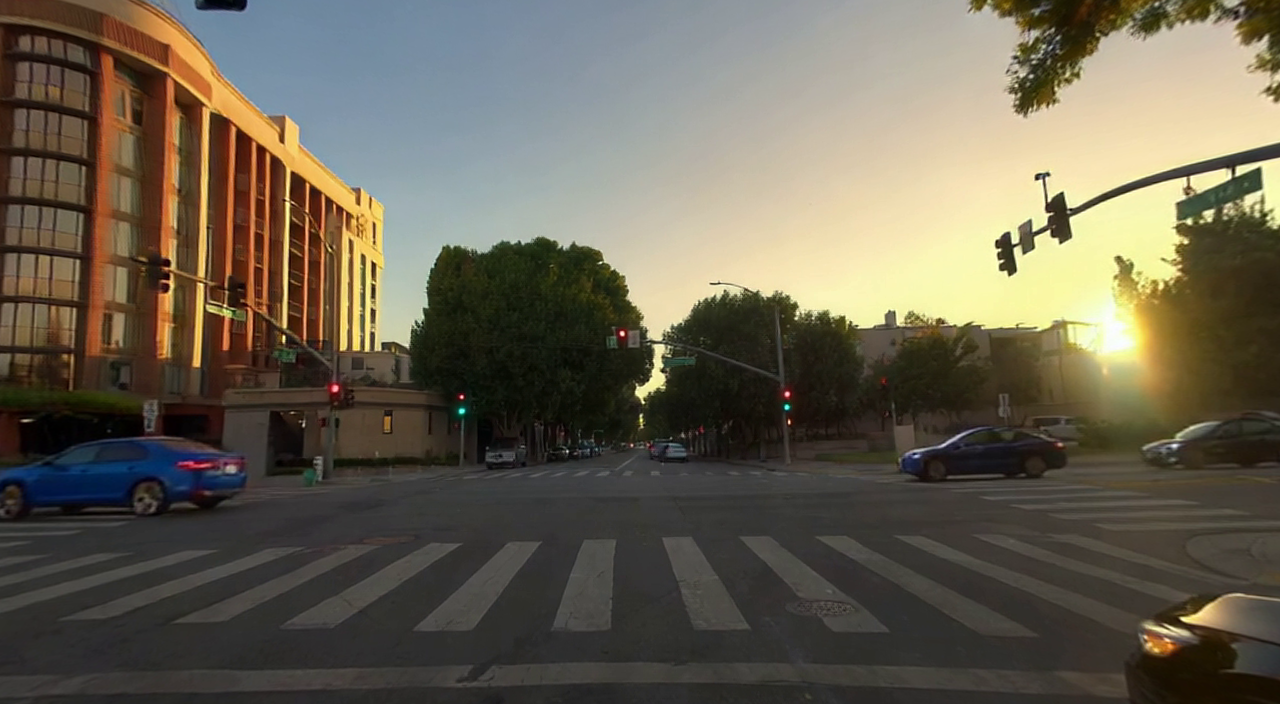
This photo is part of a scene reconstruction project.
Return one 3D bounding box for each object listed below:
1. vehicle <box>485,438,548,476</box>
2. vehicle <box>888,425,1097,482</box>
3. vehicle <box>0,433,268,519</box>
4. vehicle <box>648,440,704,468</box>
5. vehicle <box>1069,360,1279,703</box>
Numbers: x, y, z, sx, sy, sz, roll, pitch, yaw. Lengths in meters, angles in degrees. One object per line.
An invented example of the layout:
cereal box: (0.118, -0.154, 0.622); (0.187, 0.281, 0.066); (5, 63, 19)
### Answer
vehicle: (-5.948, 5.100, 30.786); (2.115, 1.690, 4.322); (0, -8, 1)
vehicle: (9.564, 2.782, 17.338); (4.613, 1.443, 1.883); (0, -8, 0)
vehicle: (-11.480, 2.665, 13.742); (5.369, 1.704, 1.993); (0, -8, 0)
vehicle: (1.935, 5.610, 34.891); (2.031, 1.442, 4.446); (1, -8, -11)
vehicle: (2.888, 0.661, 0.830); (1.947, 1.576, 3.825); (0, -8, 1)
